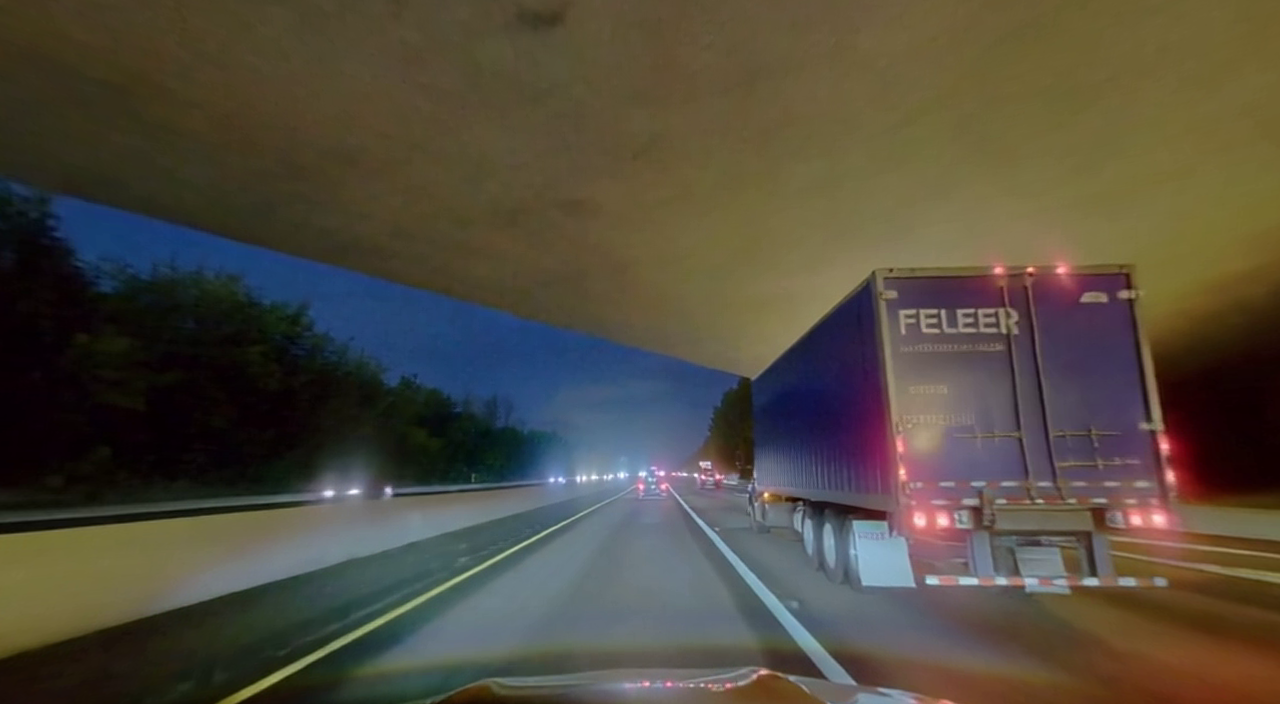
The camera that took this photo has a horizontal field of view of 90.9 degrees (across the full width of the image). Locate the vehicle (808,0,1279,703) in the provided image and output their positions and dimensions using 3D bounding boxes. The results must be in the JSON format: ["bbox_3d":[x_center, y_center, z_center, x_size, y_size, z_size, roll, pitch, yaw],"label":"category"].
[{"bbox_3d":[4.196,0.503,5.238,2.980,3.834,9.423,1,-10,0],"label":"vehicle"}]

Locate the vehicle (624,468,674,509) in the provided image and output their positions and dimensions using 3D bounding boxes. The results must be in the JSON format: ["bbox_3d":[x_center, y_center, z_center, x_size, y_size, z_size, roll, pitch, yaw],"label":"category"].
[{"bbox_3d":[0.422,6.223,29.118,2.124,1.653,4.857,1,-10,1],"label":"vehicle"}]

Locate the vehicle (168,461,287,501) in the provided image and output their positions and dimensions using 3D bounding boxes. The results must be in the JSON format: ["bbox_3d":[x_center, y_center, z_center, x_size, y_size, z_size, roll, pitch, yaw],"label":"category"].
[{"bbox_3d":[-16.818,5.272,25.965,1.983,1.469,4.165,1,-10,1],"label":"vehicle"}]

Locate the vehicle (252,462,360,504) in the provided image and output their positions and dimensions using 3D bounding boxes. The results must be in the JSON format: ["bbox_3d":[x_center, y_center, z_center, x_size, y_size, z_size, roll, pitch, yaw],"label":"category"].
[{"bbox_3d":[-12.944,5.085,24.744,1.756,1.448,4.305,1,-10,1],"label":"vehicle"}]
